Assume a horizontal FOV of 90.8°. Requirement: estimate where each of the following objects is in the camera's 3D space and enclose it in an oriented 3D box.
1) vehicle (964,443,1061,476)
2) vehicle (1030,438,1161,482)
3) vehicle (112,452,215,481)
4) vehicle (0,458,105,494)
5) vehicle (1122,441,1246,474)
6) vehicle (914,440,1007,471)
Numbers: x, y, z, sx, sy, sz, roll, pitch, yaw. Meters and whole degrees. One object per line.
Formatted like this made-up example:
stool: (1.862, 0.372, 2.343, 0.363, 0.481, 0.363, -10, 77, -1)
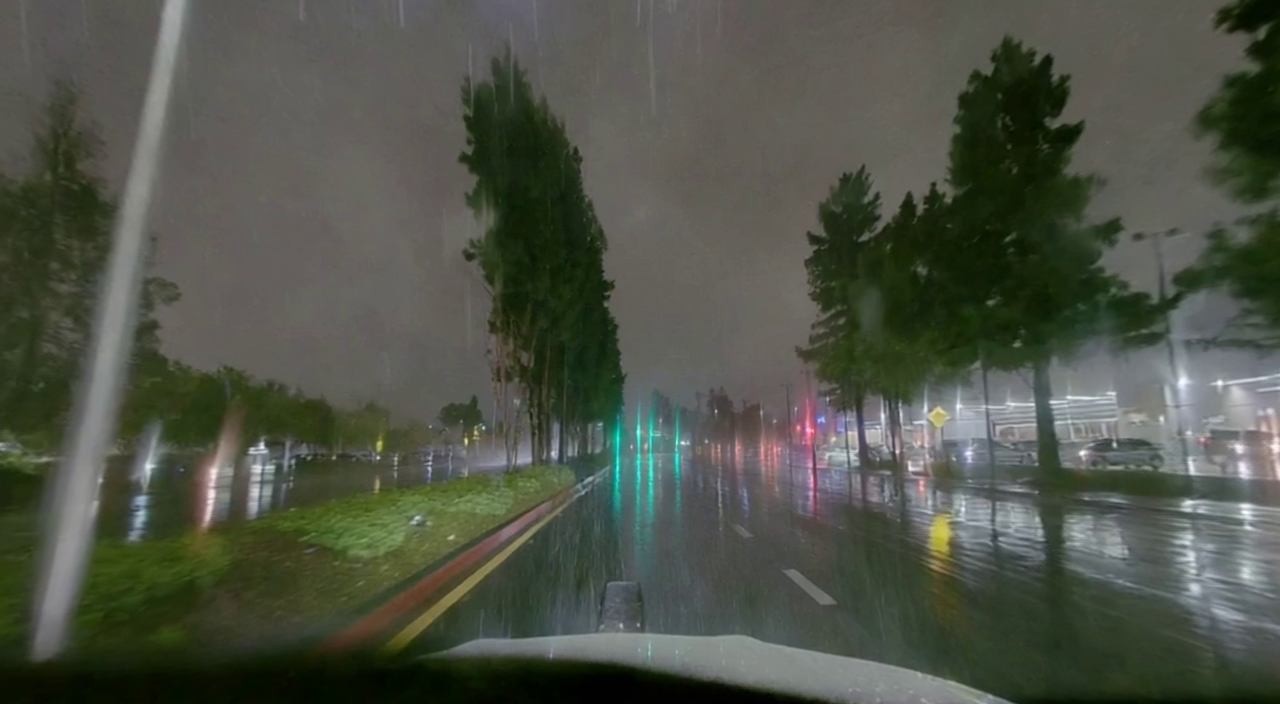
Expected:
vehicle: (17.825, 5.105, 30.176, 4.496, 1.423, 1.700, 4, -10, -26)
vehicle: (17.847, 4.185, 24.726, 4.697, 1.578, 2.067, 4, -9, -26)
vehicle: (-26.935, 6.458, 35.784, 4.193, 1.585, 1.956, 0, -8, 0)
vehicle: (-26.450, 5.412, 27.692, 4.243, 1.493, 1.873, 0, -8, 0)
vehicle: (27.711, 5.377, 32.260, 4.591, 1.593, 2.041, 1, -8, -5)
vehicle: (18.224, 5.846, 35.951, 4.788, 1.660, 2.043, 4, -9, -23)
